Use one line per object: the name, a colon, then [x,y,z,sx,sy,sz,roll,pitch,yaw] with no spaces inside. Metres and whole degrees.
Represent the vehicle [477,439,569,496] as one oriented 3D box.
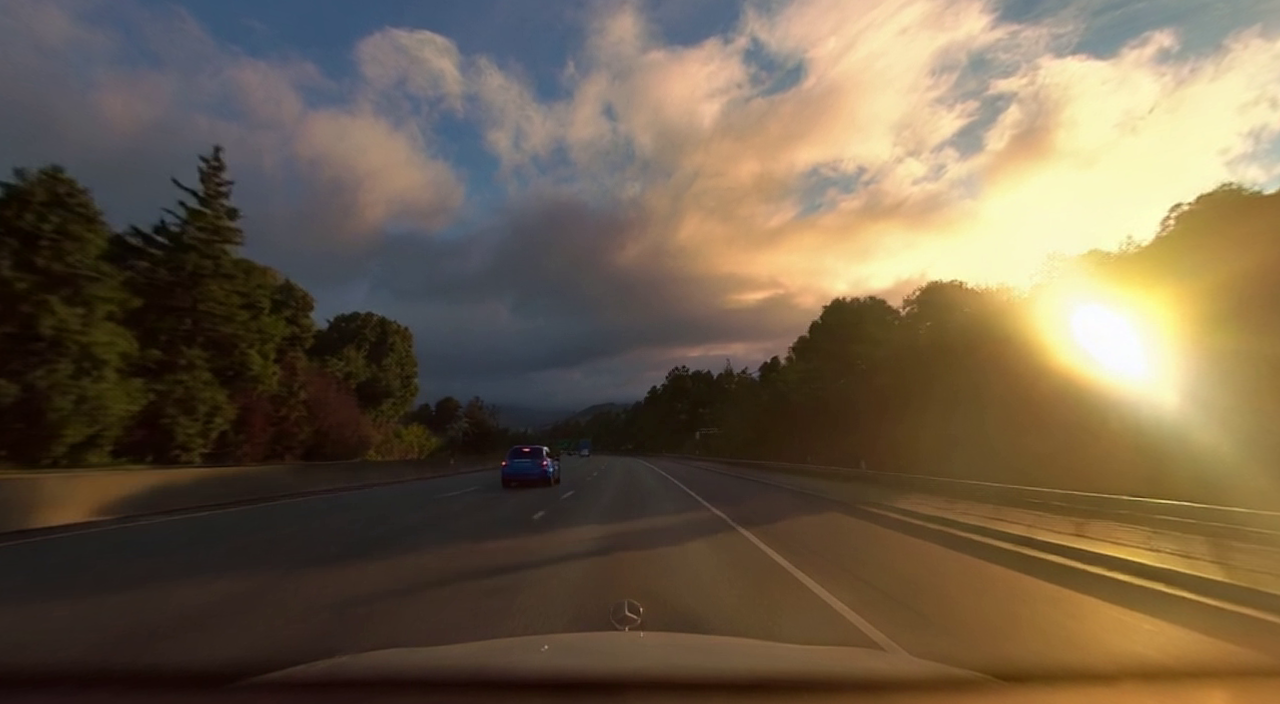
vehicle: [-3.831,3.877,21.569,2.279,1.683,4.726,0,-9,-1]
